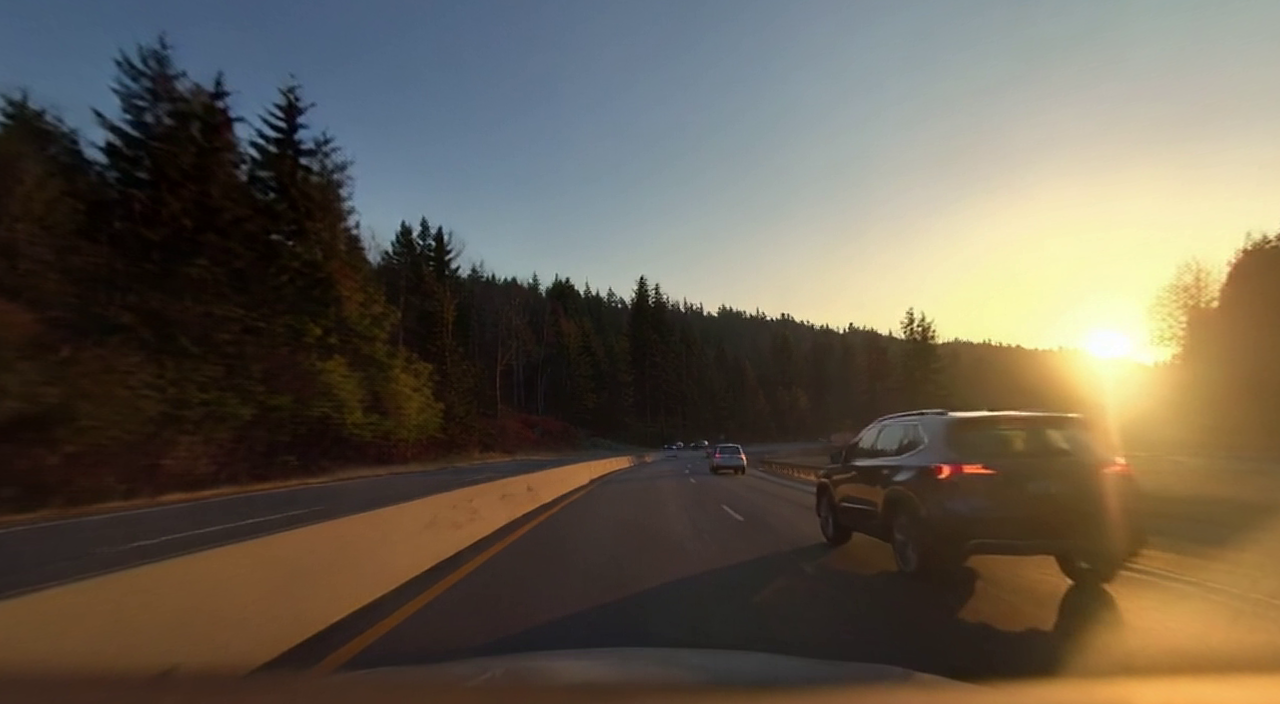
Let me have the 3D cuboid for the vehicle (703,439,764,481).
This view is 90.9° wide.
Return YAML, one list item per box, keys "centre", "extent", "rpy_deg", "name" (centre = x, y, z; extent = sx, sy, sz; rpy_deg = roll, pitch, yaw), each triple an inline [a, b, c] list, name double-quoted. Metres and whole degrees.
- centre: [4.049, 4.774, 28.189]
  extent: [2.112, 1.708, 4.380]
  rpy_deg: [0, -8, 1]
  name: "vehicle"

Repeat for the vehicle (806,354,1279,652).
- centre: [3.541, 1.309, 6.516]
  extent: [2.270, 1.897, 4.822]
  rpy_deg: [0, -8, 0]
  name: "vehicle"
